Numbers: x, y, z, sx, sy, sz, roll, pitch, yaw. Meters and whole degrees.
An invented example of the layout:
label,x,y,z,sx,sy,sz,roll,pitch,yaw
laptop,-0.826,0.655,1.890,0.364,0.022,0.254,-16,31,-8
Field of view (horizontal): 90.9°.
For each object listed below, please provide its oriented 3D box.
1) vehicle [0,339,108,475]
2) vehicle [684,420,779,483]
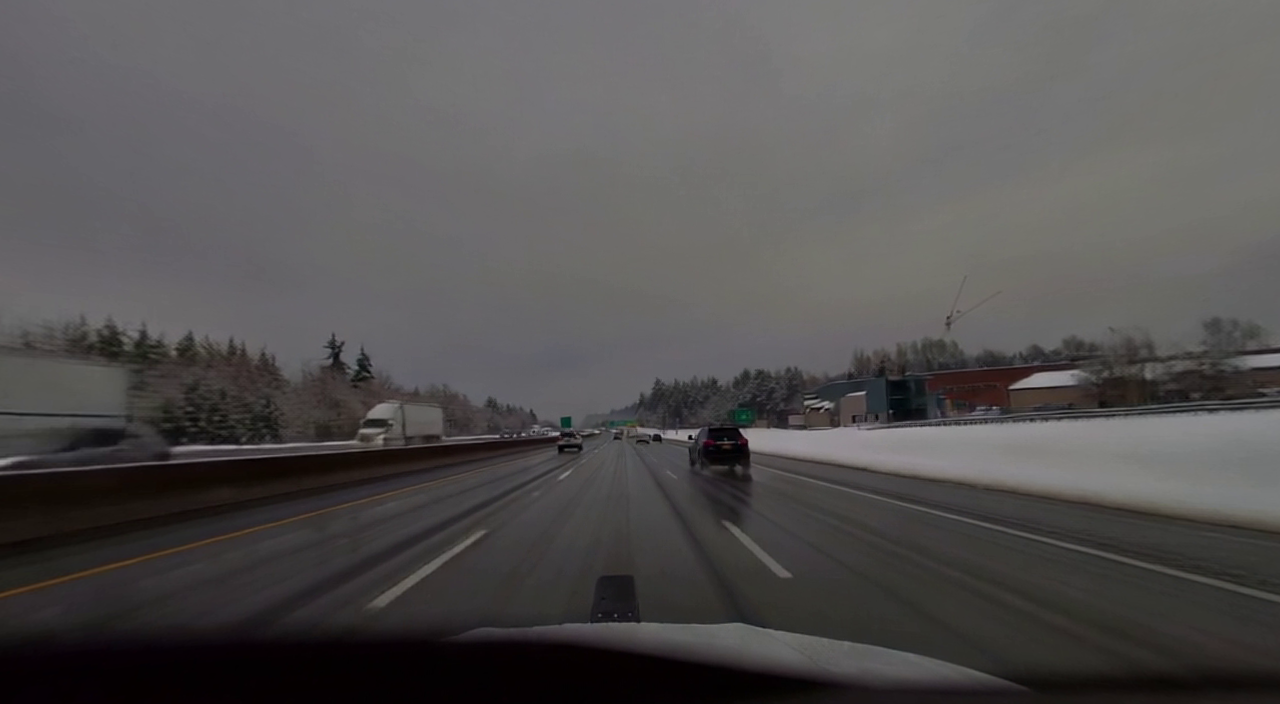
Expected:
label,x,y,z,sx,sy,sz,roll,pitch,yaw
vehicle,-20.593,1.177,15.396,2.900,4.050,14.511,0,-8,-2
vehicle,2.549,2.909,18.706,2.022,1.637,4.229,1,-8,-3
